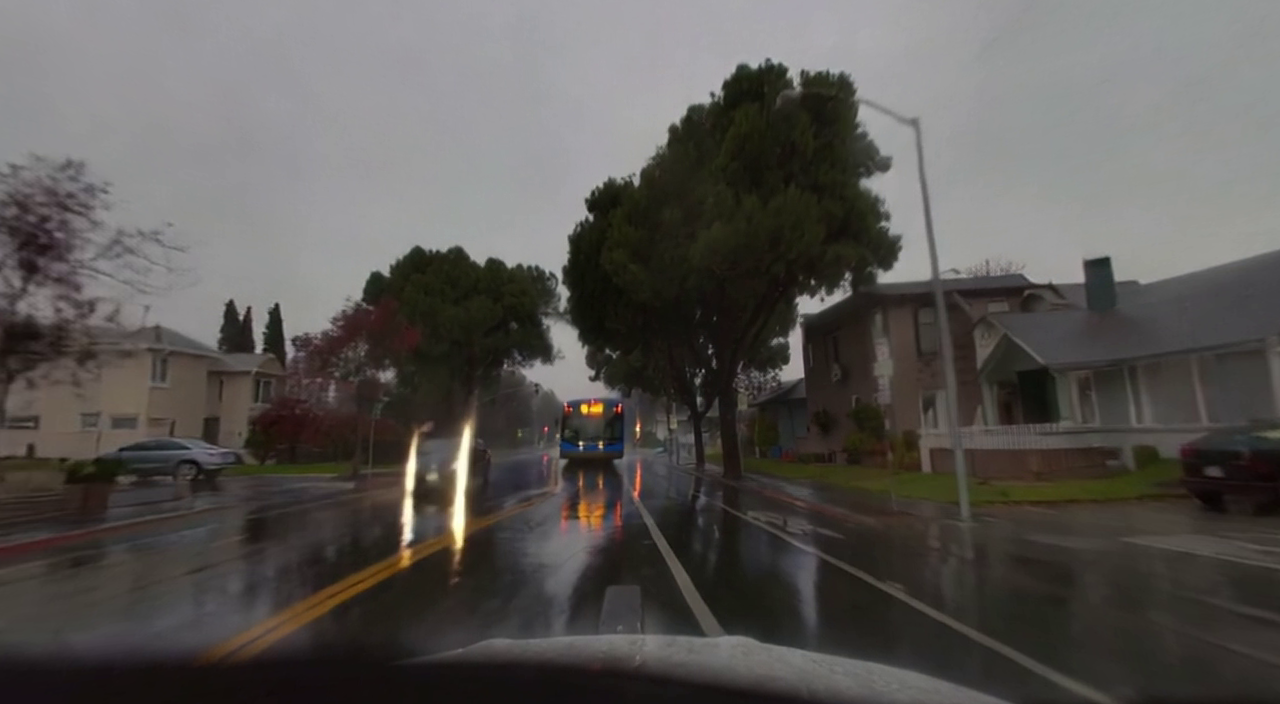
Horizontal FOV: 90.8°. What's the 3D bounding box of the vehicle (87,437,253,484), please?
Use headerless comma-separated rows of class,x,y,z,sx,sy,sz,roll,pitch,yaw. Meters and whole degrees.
vehicle,-17.056,3.944,23.116,4.481,1.591,1.807,0,-8,-4

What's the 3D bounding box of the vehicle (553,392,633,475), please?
vehicle,-2.091,4.204,32.073,3.031,3.200,13.052,3,-8,-1

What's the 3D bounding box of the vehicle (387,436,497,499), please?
vehicle,-5.335,3.144,17.631,1.925,1.489,4.235,0,-8,-4

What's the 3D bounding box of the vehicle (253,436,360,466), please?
vehicle,-18.283,5.432,34.849,4.778,1.565,1.919,0,-8,-3

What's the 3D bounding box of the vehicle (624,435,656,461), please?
vehicle,-0.064,6.999,46.200,2.097,1.675,3.905,3,-8,-2
